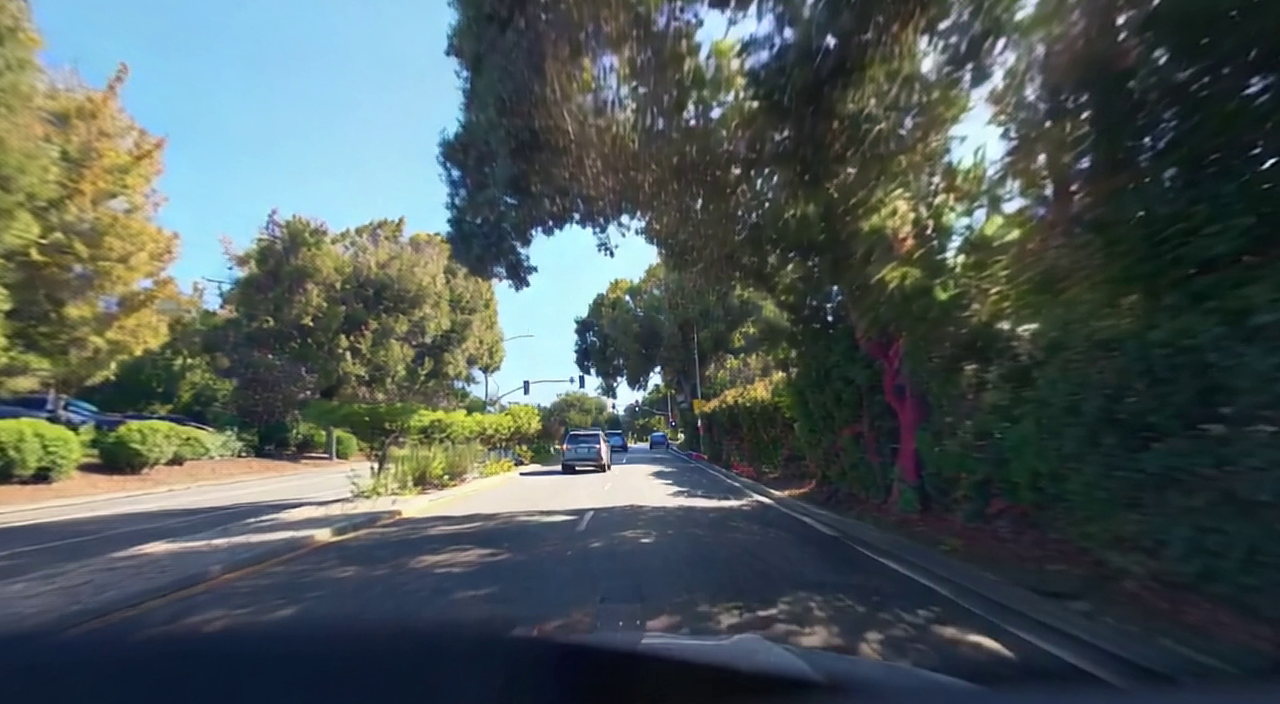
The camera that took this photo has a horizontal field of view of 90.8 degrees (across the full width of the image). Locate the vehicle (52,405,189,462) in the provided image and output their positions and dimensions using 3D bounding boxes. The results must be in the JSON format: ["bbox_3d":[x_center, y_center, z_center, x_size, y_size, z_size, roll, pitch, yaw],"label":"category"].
[{"bbox_3d":[-33.530,5.228,40.735,9.036,3.379,2.893,-3,-8,25],"label":"vehicle"}]
